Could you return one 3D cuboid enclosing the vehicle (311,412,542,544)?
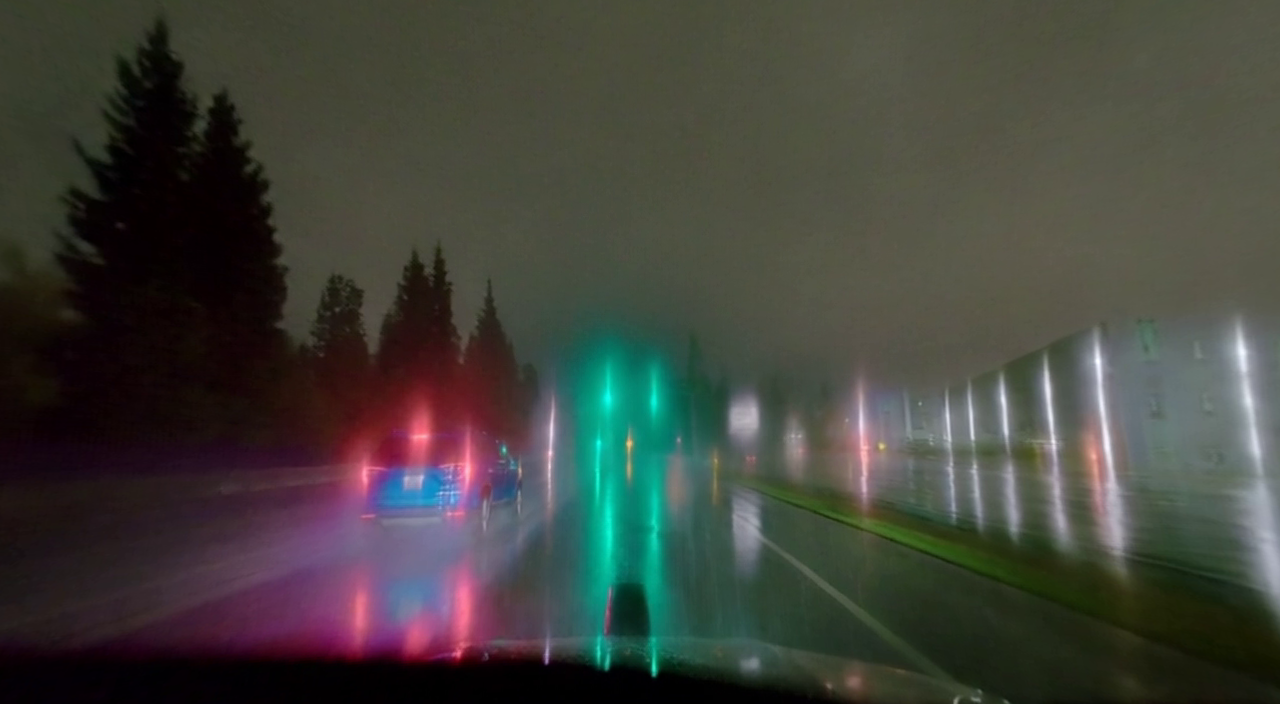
[{"bbox_3d":[-3.426,2.153,11.510,2.336,1.857,4.986,0,-8,2],"label":"vehicle"}]
